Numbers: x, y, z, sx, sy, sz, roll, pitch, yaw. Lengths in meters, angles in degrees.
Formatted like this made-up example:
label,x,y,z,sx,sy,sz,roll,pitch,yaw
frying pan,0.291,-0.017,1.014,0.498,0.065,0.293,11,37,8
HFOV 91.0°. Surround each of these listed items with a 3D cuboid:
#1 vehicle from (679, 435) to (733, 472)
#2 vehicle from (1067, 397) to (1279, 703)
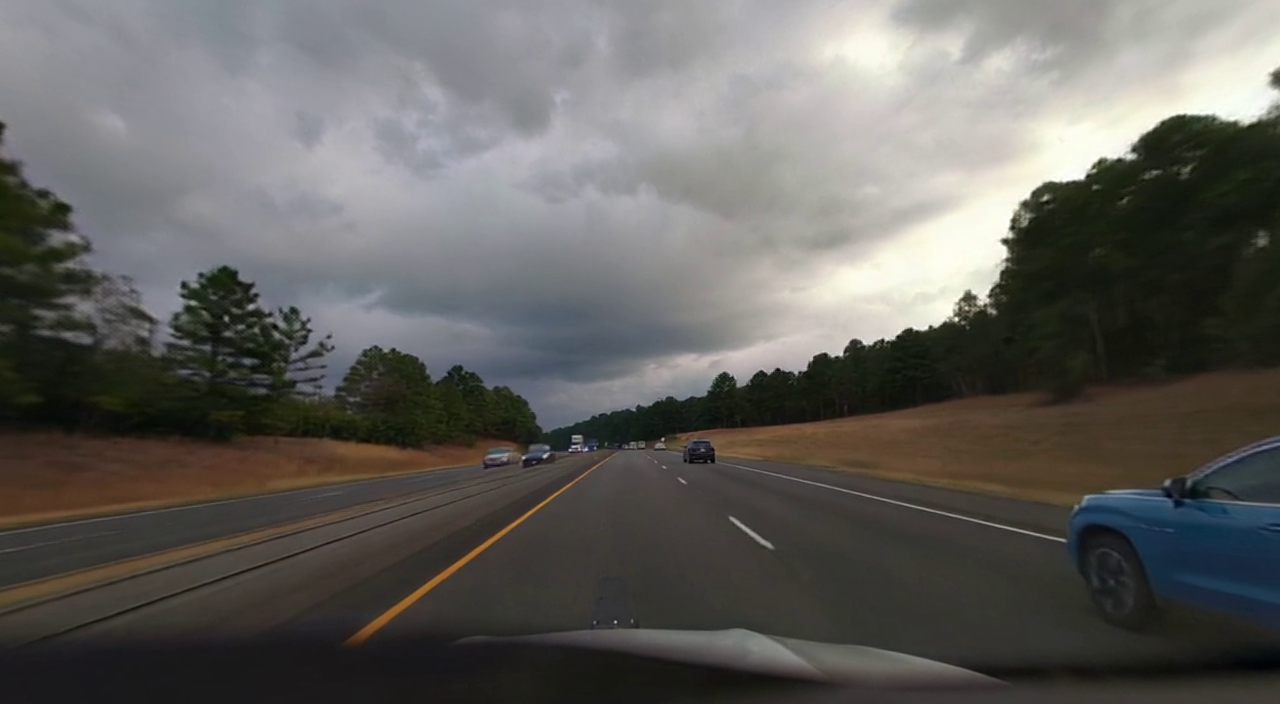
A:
label,x,y,z,sx,sy,sz,roll,pitch,yaw
vehicle,3.194,4.995,31.268,2.043,1.673,4.016,0,-8,-3
vehicle,3.896,0.841,2.040,1.999,1.501,4.221,0,-8,-1
